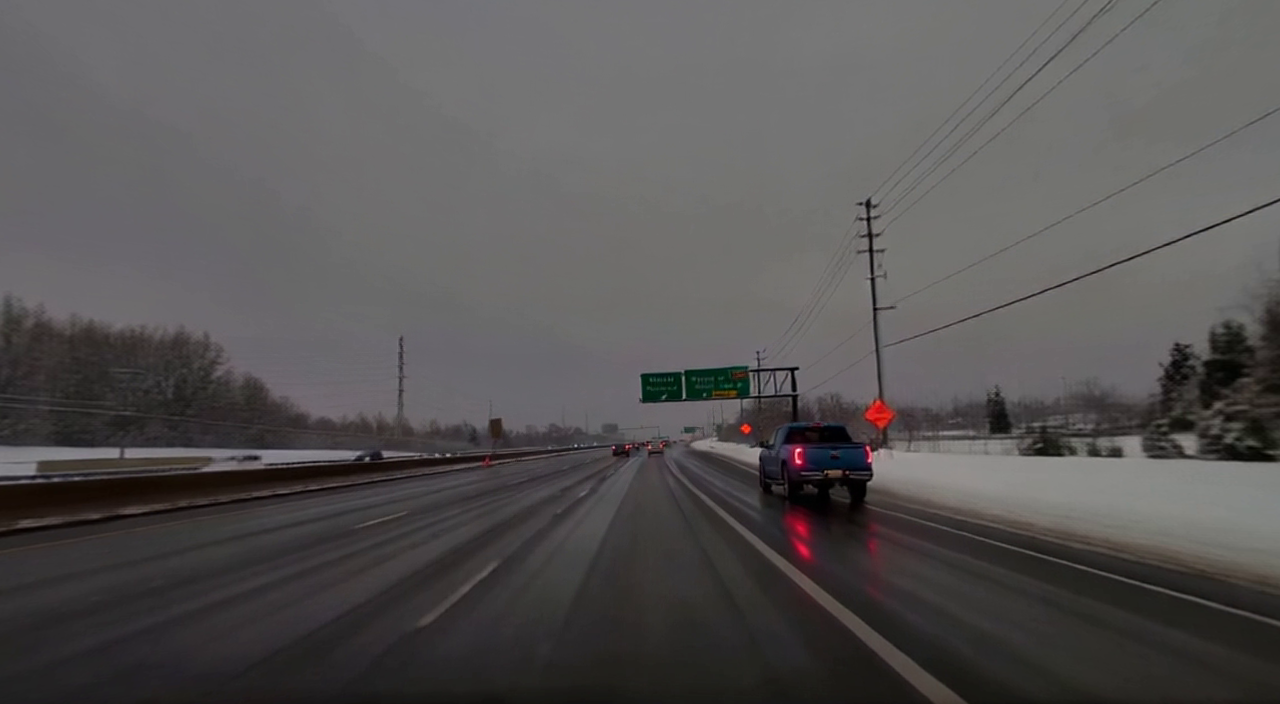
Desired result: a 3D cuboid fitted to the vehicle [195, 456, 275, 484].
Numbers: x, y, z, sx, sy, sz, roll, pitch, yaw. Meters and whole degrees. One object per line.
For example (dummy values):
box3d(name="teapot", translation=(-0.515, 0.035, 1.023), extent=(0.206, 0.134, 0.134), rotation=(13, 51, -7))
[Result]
box3d(name="vehicle", translation=(-24.547, 7.178, 38.483), extent=(1.884, 1.494, 4.524), rotation=(0, -8, 0))

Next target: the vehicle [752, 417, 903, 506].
box3d(name="vehicle", translation=(4.399, 2.686, 15.920), extent=(2.186, 1.840, 5.289), rotation=(0, -8, 0))
